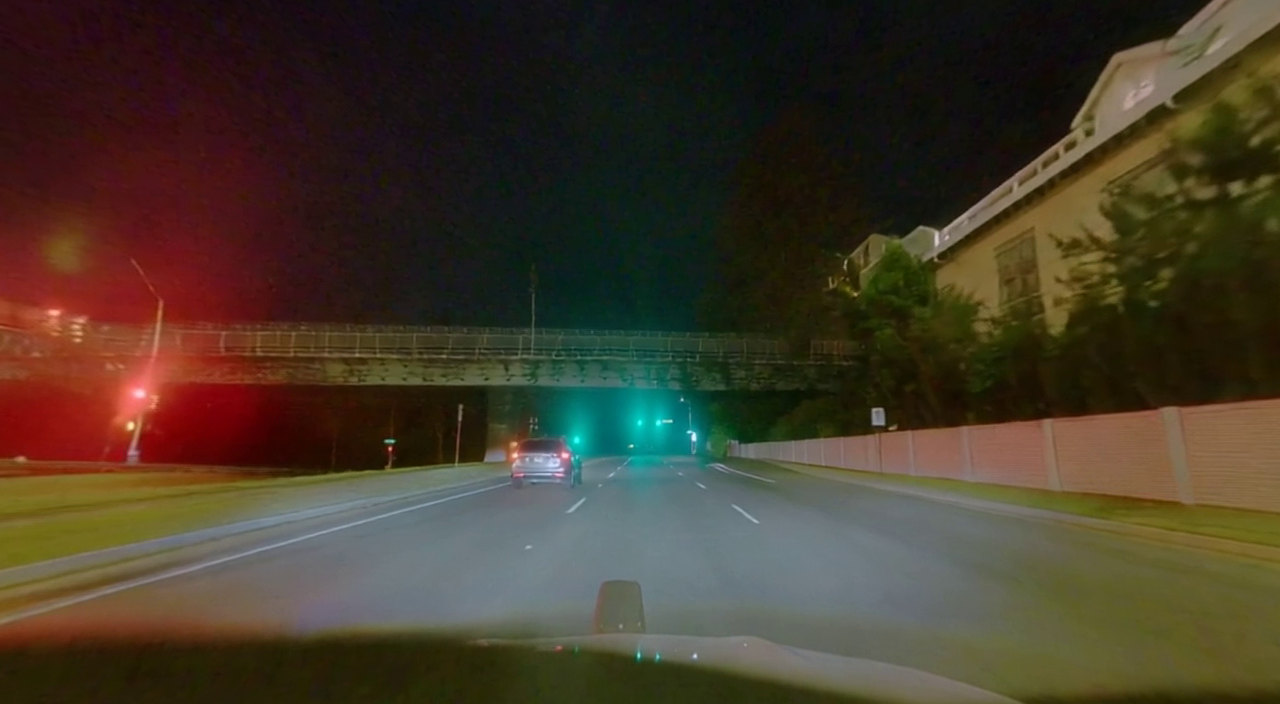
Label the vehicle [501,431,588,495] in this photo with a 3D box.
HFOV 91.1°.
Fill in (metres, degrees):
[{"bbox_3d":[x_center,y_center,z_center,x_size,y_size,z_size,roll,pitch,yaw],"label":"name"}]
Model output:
[{"bbox_3d":[-2.788,3.362,19.346,1.882,1.704,4.335,-1,-9,2],"label":"vehicle"}]
